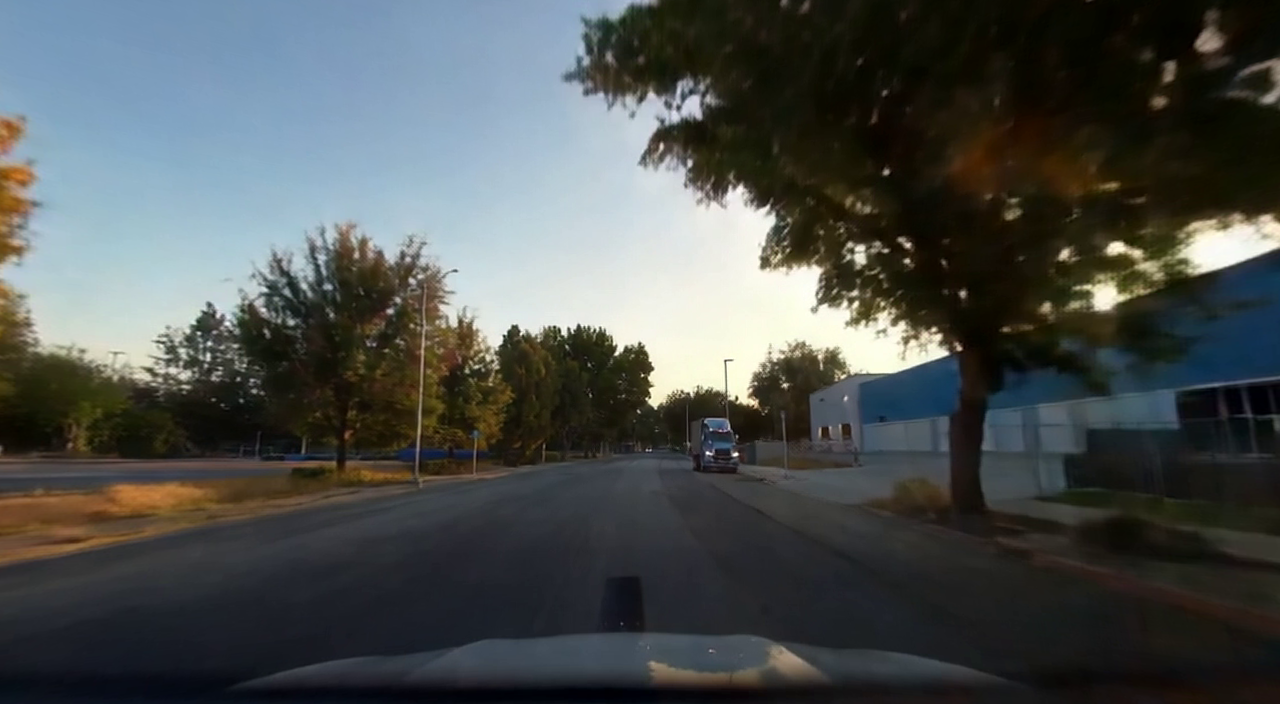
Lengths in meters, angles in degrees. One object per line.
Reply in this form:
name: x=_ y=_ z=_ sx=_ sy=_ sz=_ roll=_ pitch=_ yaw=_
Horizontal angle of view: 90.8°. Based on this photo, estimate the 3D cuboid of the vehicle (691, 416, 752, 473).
vehicle: x=4.953 y=5.797 z=39.627 sx=3.019 sy=3.303 sz=6.252 roll=0 pitch=-8 yaw=0
